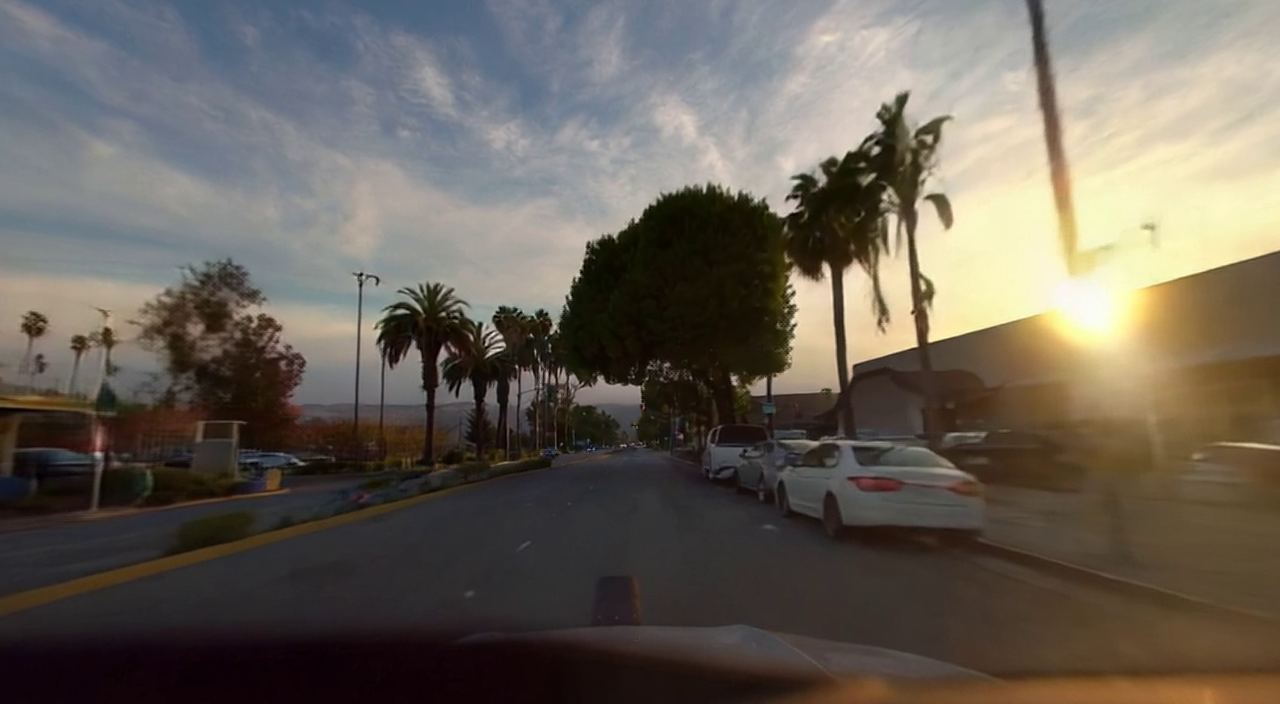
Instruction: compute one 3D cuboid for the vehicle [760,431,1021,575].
[{"bbox_3d":[3.245,2.052,9.411,2.046,1.588,4.508,0,-9,0],"label":"vehicle"}]
